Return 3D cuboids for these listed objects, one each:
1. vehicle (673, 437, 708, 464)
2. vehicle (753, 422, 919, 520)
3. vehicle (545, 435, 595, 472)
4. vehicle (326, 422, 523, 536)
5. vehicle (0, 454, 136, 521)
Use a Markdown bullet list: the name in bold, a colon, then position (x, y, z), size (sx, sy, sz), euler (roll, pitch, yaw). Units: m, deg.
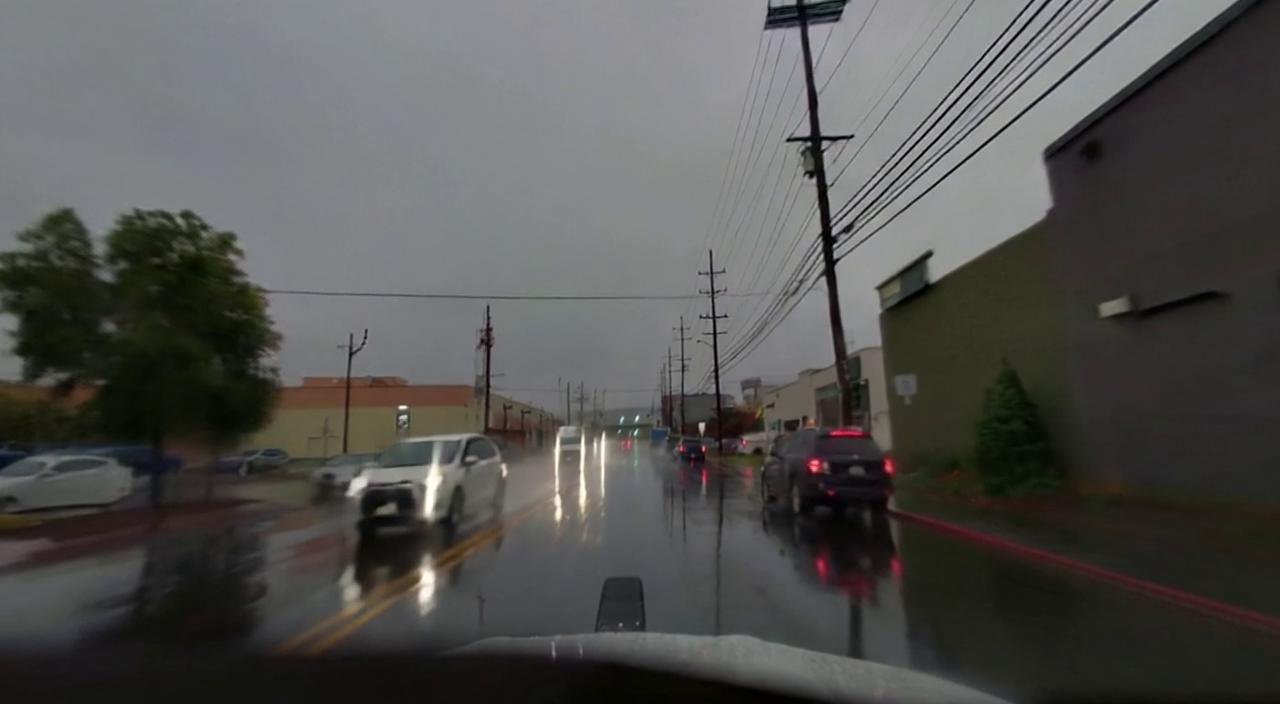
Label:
- **vehicle**: position (3.748, 7.505, 48.253), size (2.333, 1.967, 6.008), euler (0, -8, 1)
- **vehicle**: position (3.903, 2.465, 13.593), size (2.092, 1.730, 4.595), euler (0, -8, 0)
- **vehicle**: position (-3.841, 5.712, 35.732), size (2.229, 1.889, 4.816), euler (0, -8, 1)
- **vehicle**: position (-3.705, 2.271, 11.920), size (2.100, 1.723, 4.433), euler (0, -8, 1)
- **vehicle**: position (-16.784, 3.691, 17.440), size (1.928, 1.570, 4.635), euler (-2, -8, -1)
